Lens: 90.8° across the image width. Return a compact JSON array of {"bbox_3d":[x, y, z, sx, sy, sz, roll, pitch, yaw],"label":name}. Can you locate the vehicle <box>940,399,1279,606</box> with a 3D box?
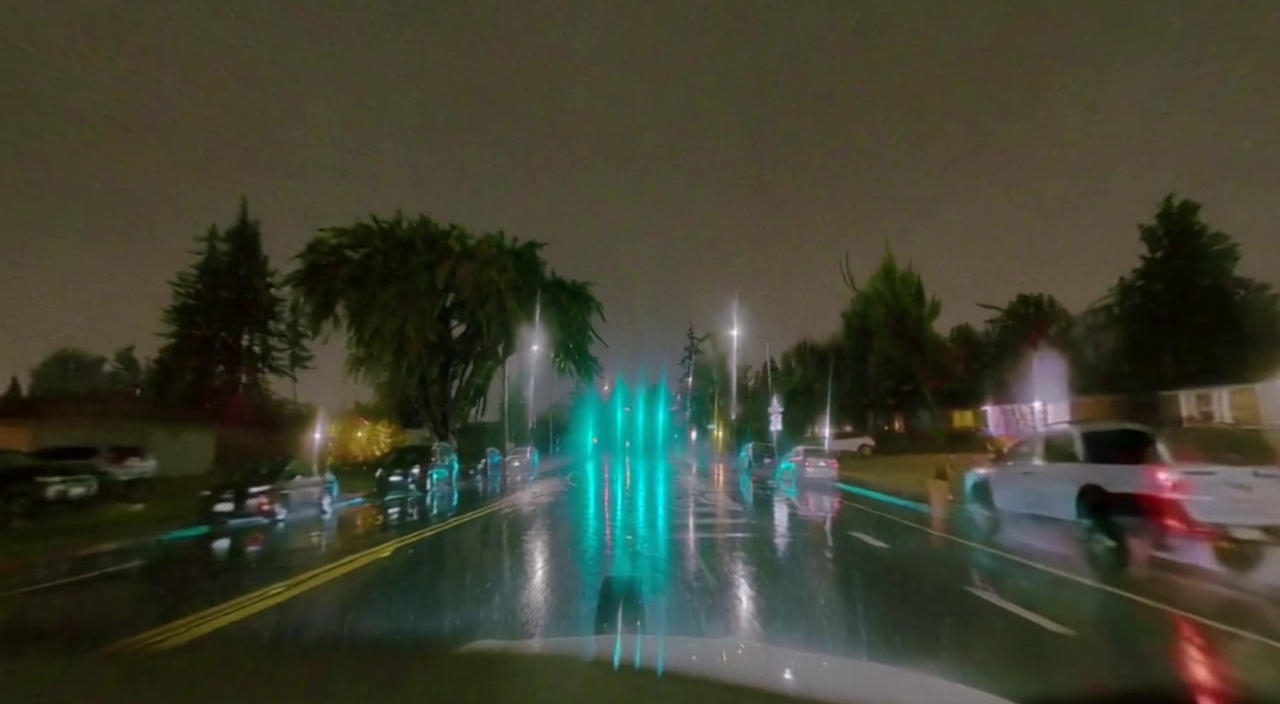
[{"bbox_3d":[6.064,1.714,8.156,2.215,1.886,4.577,0,-8,2],"label":"vehicle"}]

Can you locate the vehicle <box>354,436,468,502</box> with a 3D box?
[{"bbox_3d":[-8.420,4.305,23.801,2.225,2.037,5.158,-4,-8,2],"label":"vehicle"}]

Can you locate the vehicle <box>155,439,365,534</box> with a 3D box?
[{"bbox_3d":[-8.862,3.171,15.378,2.117,1.865,4.570,-3,-10,2],"label":"vehicle"}]

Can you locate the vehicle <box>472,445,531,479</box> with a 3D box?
[{"bbox_3d":[-7.716,6.151,35.581,2.135,1.744,4.340,0,-8,3],"label":"vehicle"}]

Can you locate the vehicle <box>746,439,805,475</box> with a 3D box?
[{"bbox_3d":[6.647,5.169,31.411,2.155,1.668,4.425,0,-8,3],"label":"vehicle"}]

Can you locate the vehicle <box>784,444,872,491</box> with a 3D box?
[{"bbox_3d":[6.553,4.040,22.606,1.908,1.477,4.920,0,-8,3],"label":"vehicle"}]
